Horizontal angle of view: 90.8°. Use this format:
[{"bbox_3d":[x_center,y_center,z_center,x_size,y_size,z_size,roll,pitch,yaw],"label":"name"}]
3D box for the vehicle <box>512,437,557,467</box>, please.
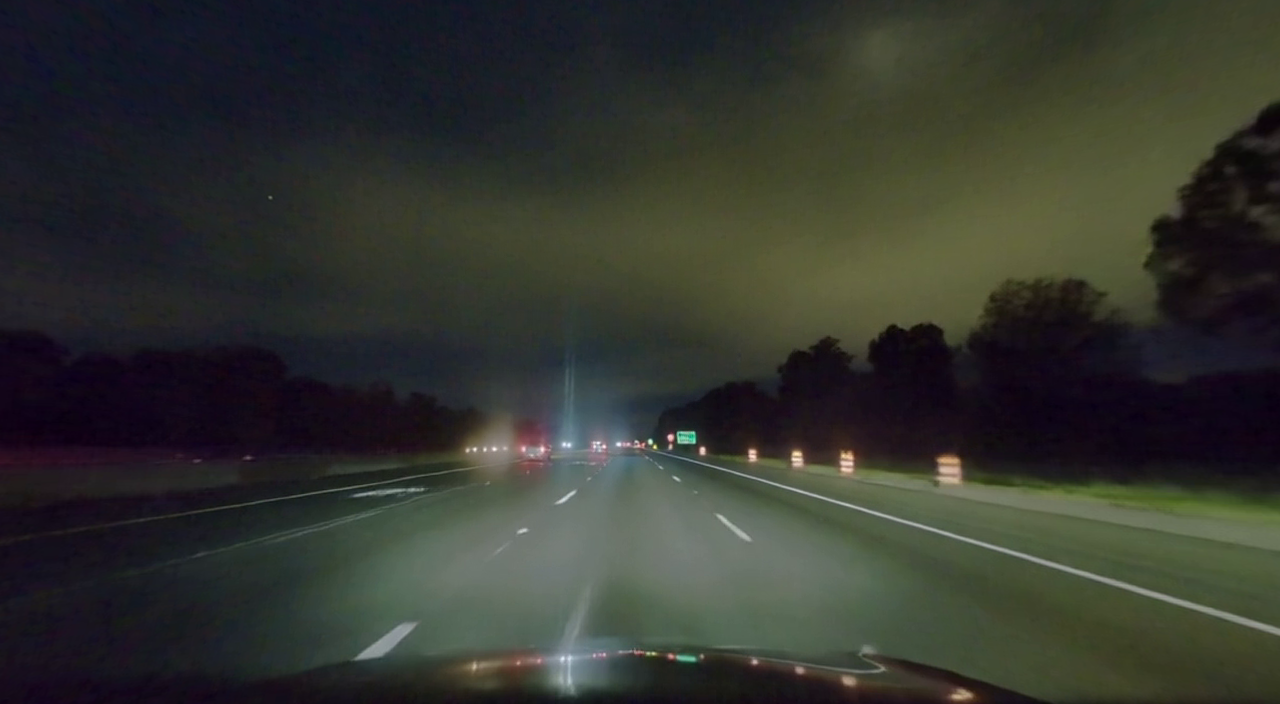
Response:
[{"bbox_3d":[-6.497,6.215,39.259,2.036,1.758,4.529,0,-9,0],"label":"vehicle"}]
